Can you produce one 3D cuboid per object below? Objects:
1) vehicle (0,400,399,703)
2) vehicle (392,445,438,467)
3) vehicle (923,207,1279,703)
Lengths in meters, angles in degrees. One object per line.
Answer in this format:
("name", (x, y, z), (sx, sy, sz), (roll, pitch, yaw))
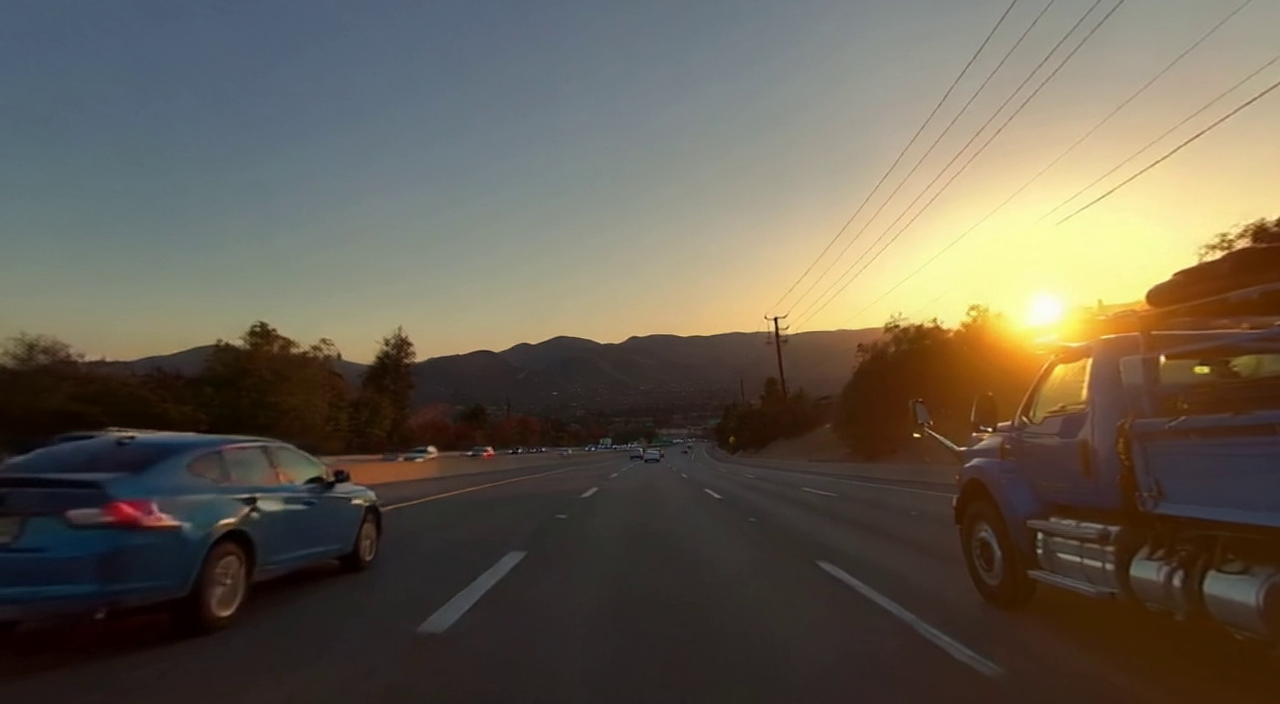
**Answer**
("vehicle", (-3.702, 1.248, 4.614), (1.974, 1.493, 4.563), (0, -9, 1))
("vehicle", (-17.775, 8.225, 49.797), (1.894, 1.695, 4.457), (0, -9, 2))
("vehicle", (3.631, 0.525, 1.850), (2.538, 2.228, 6.370), (0, -9, -1))
